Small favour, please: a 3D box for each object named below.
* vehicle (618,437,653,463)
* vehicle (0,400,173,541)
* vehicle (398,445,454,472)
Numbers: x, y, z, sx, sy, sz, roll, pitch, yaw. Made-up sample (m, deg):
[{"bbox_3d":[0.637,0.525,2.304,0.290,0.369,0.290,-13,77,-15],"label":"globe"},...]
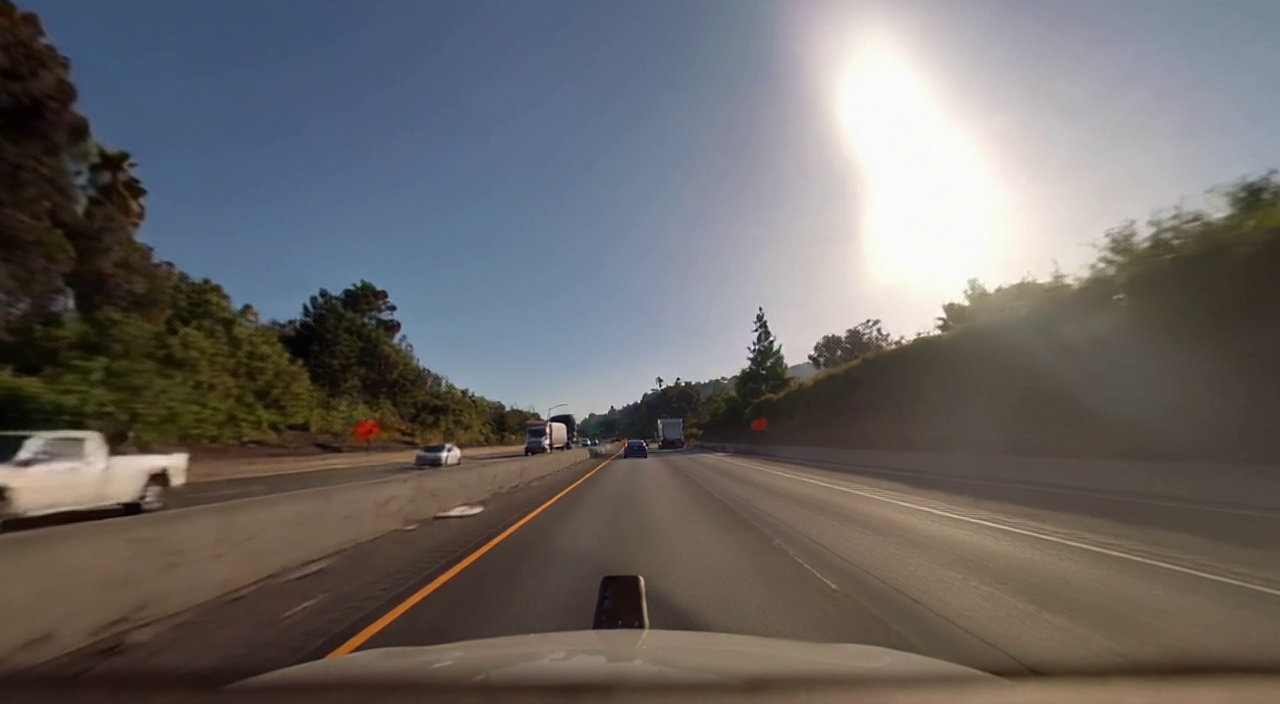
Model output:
[{"bbox_3d":[-0.301,5.970,38.500,2.004,1.472,4.075,0,-8,-2],"label":"vehicle"},{"bbox_3d":[-12.772,2.306,12.385,2.354,2.530,6.137,-1,-8,0],"label":"vehicle"},{"bbox_3d":[-12.879,6.407,38.042,1.877,1.490,4.134,-1,-8,1],"label":"vehicle"}]
